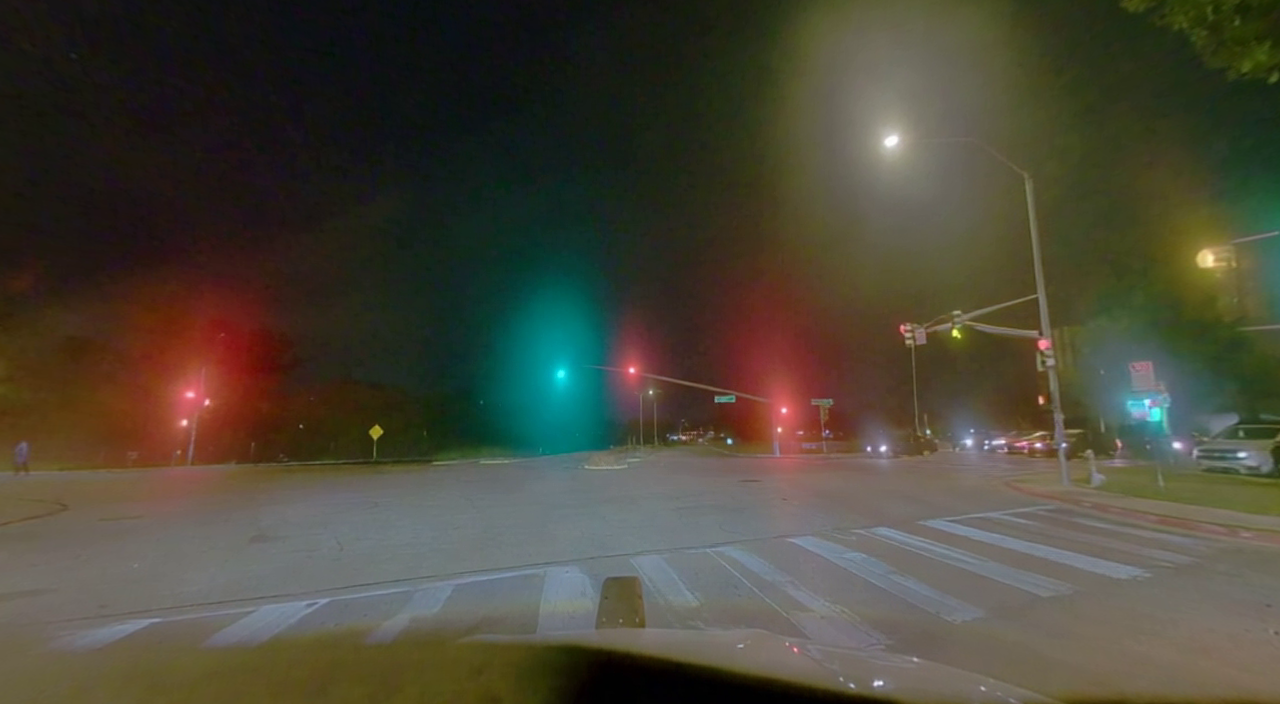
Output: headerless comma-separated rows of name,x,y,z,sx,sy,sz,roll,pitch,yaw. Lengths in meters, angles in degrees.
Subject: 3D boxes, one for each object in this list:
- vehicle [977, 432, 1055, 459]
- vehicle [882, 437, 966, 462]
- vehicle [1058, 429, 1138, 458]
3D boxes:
vehicle,26.961,6.724,45.269,5.032,1.828,2.183,4,-9,-24
vehicle,18.711,6.421,41.624,5.234,1.549,1.982,4,-9,-24
vehicle,36.094,7.194,49.731,6.148,2.119,2.473,4,-10,-28
